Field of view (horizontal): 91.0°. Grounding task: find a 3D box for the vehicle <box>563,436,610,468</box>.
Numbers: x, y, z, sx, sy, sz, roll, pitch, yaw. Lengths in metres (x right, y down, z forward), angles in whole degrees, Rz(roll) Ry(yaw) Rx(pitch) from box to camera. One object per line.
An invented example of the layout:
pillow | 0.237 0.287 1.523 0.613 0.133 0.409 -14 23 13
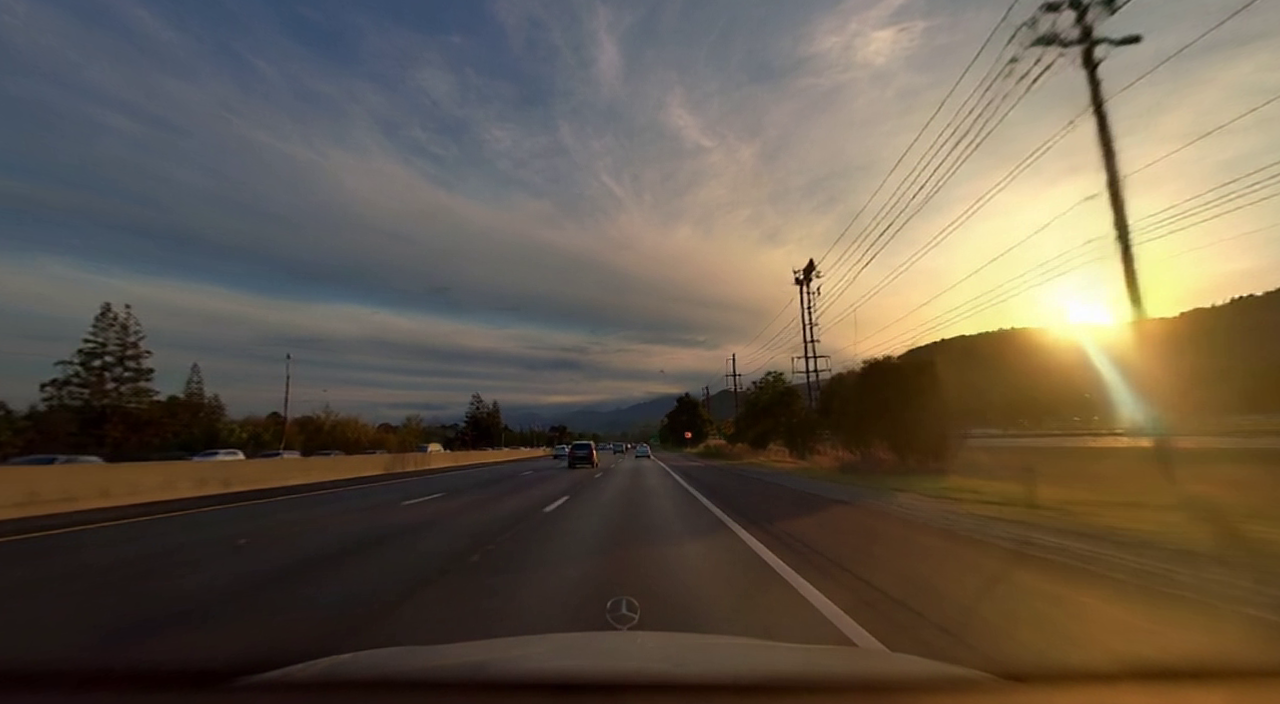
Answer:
vehicle | -3.472 6.670 42.127 2.577 1.939 5.408 0 -9 1

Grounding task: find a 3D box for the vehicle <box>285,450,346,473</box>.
vehicle | -23.913 8.048 46.565 1.989 1.546 4.558 0 -9 1

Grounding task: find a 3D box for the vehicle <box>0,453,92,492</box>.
vehicle | -28.242 5.474 29.023 1.912 1.626 4.344 0 -9 1

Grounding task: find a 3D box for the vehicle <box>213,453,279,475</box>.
vehicle | -28.312 8.067 45.411 1.847 1.477 4.428 0 -9 1
